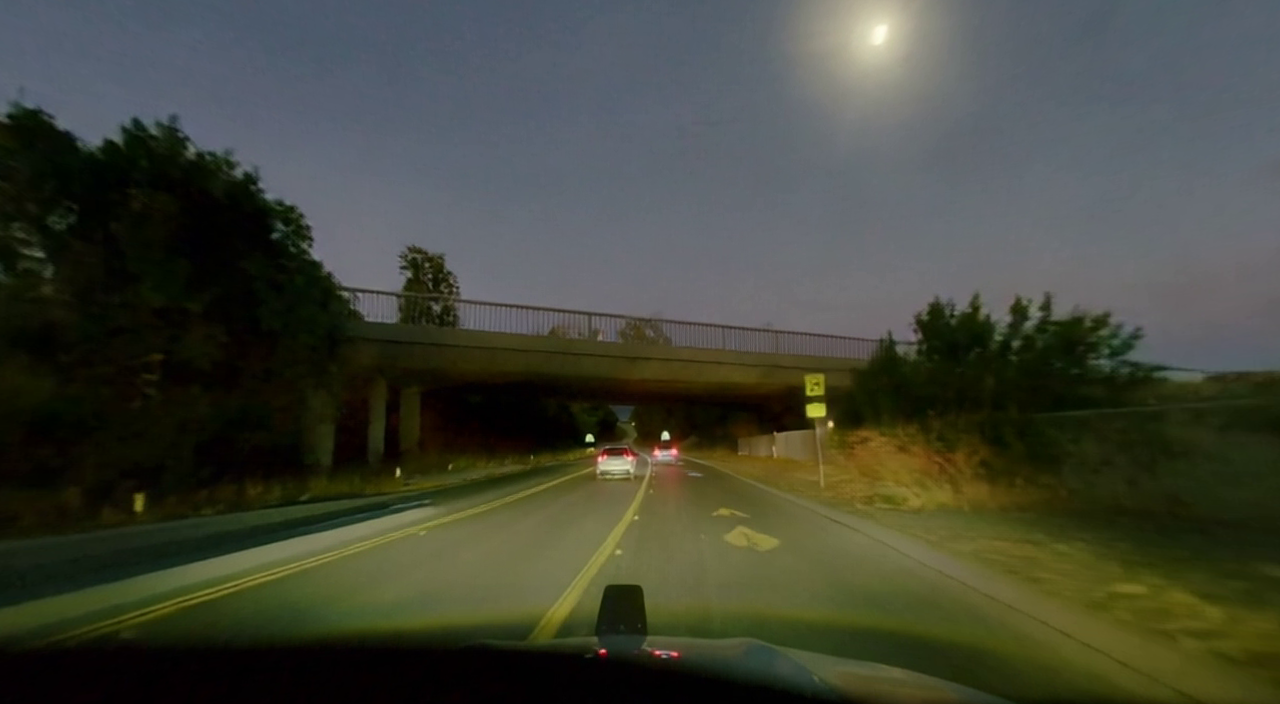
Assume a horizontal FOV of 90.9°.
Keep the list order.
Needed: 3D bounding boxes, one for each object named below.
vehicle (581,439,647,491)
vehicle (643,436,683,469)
[{"bbox_3d":[-0.823,3.788,21.414,2.037,1.601,3.643,0,-9,-1],"label":"vehicle"},{"bbox_3d":[1.431,6.504,40.884,2.273,2.010,4.396,0,-9,-2],"label":"vehicle"}]
